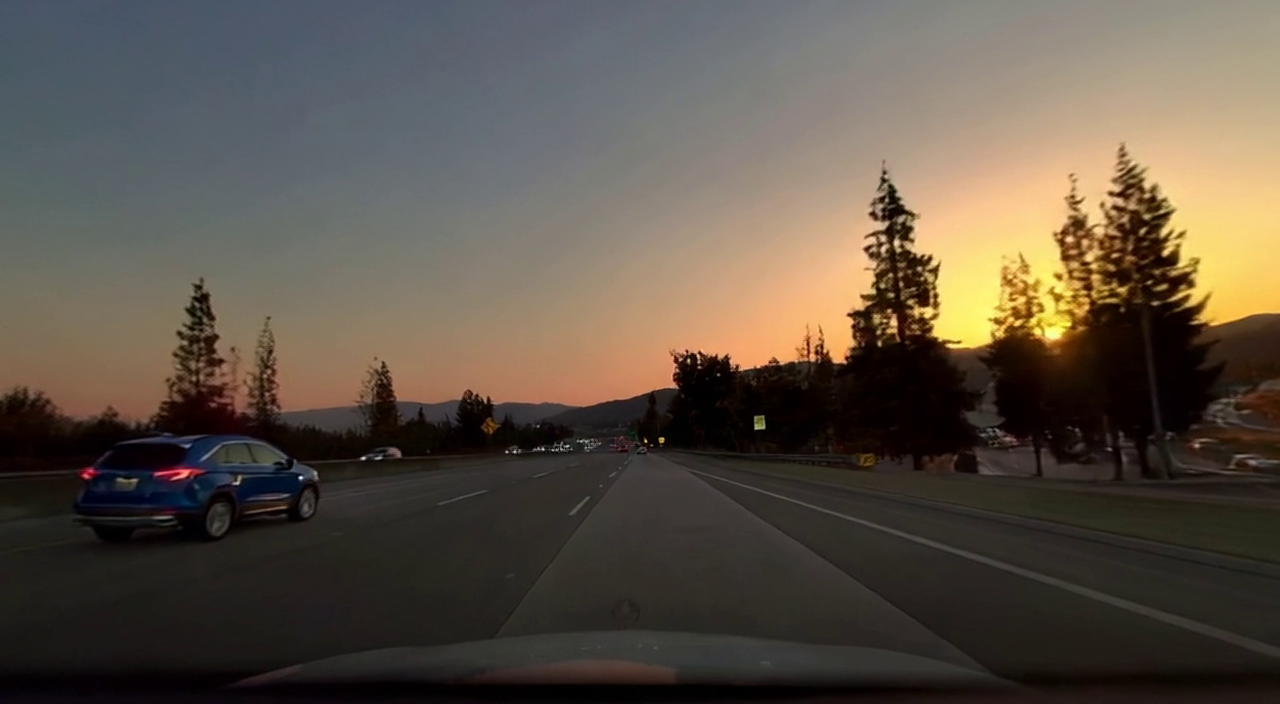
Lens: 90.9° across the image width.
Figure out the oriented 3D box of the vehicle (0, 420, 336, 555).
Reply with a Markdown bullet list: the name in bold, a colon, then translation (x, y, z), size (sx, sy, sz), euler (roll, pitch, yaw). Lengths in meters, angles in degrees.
- **vehicle**: translation (-7.323, 2.083, 10.485), size (2.148, 1.709, 4.678), euler (0, -8, 1)

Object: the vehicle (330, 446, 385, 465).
- **vehicle**: translation (-20.857, 7.651, 46.790), size (1.906, 1.339, 4.595), euler (0, -8, 1)
